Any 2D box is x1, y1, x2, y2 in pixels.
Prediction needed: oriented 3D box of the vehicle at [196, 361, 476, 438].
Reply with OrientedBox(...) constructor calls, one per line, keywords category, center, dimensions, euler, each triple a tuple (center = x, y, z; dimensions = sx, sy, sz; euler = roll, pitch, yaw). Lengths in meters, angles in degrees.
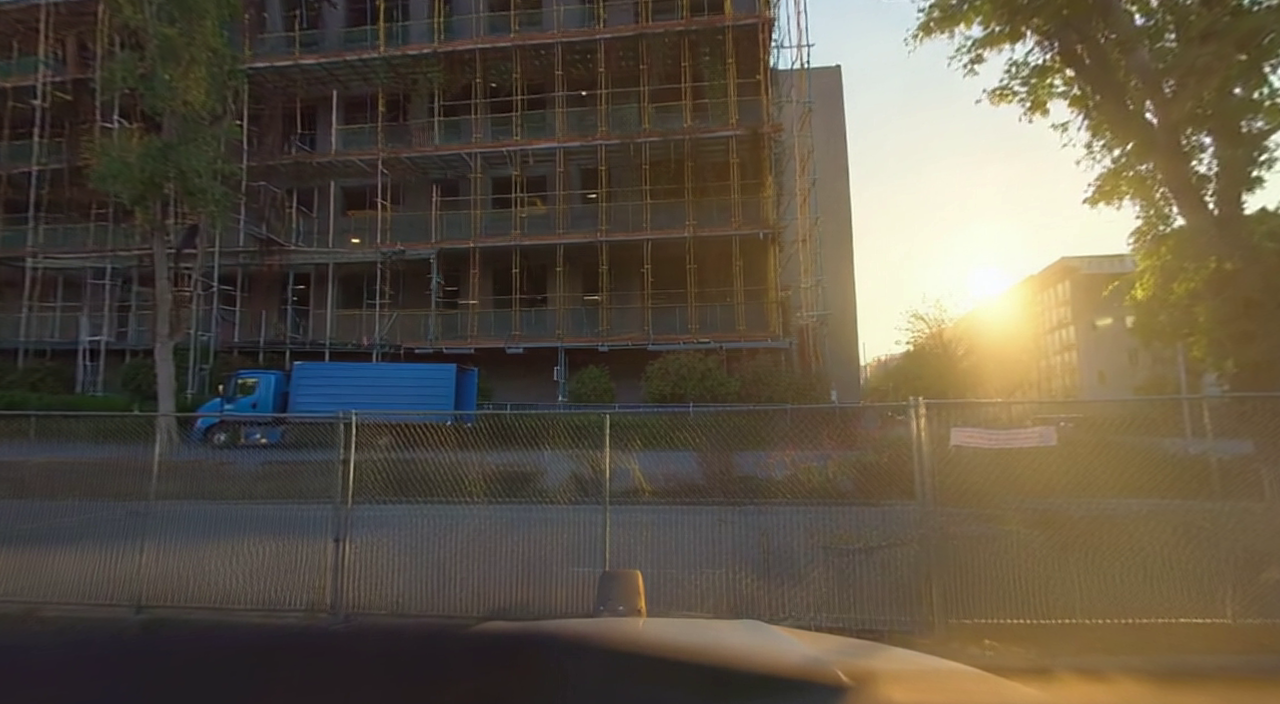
OrientedBox(category="vehicle", center=(-16.821, 2.794, 35.990), dimensions=(14.067, 4.099, 2.832), euler=(1, -9, -6))
